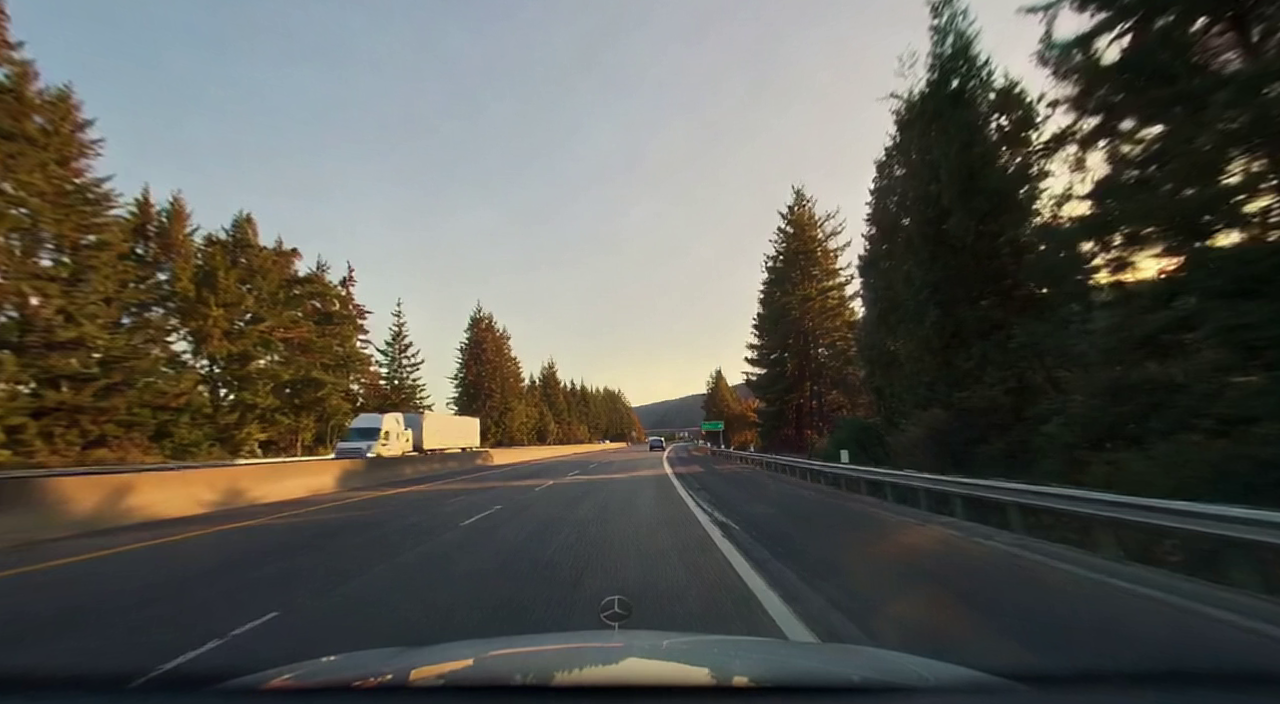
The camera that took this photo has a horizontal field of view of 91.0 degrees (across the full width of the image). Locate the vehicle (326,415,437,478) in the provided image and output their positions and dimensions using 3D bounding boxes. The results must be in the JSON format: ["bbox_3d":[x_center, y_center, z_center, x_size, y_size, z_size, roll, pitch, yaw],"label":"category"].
[{"bbox_3d":[-13.002,4.814,32.344,2.658,2.881,6.434,-1,-8,3],"label":"vehicle"}]
